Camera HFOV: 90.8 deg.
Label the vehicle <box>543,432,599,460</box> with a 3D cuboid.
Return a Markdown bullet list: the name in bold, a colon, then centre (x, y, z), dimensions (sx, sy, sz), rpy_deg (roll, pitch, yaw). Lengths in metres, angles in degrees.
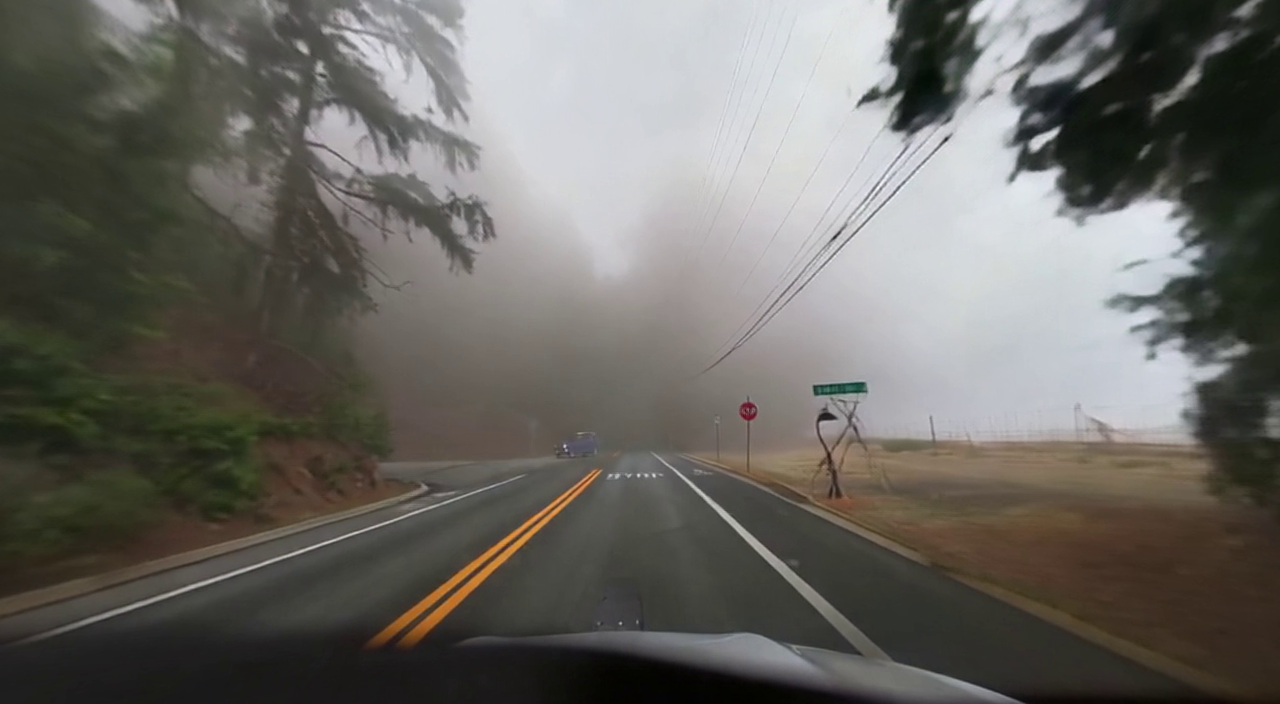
- **vehicle**: centre (-5.107, 7.117, 47.641), dimensions (2.348, 1.973, 5.020), rpy_deg (-3, -9, 17)
